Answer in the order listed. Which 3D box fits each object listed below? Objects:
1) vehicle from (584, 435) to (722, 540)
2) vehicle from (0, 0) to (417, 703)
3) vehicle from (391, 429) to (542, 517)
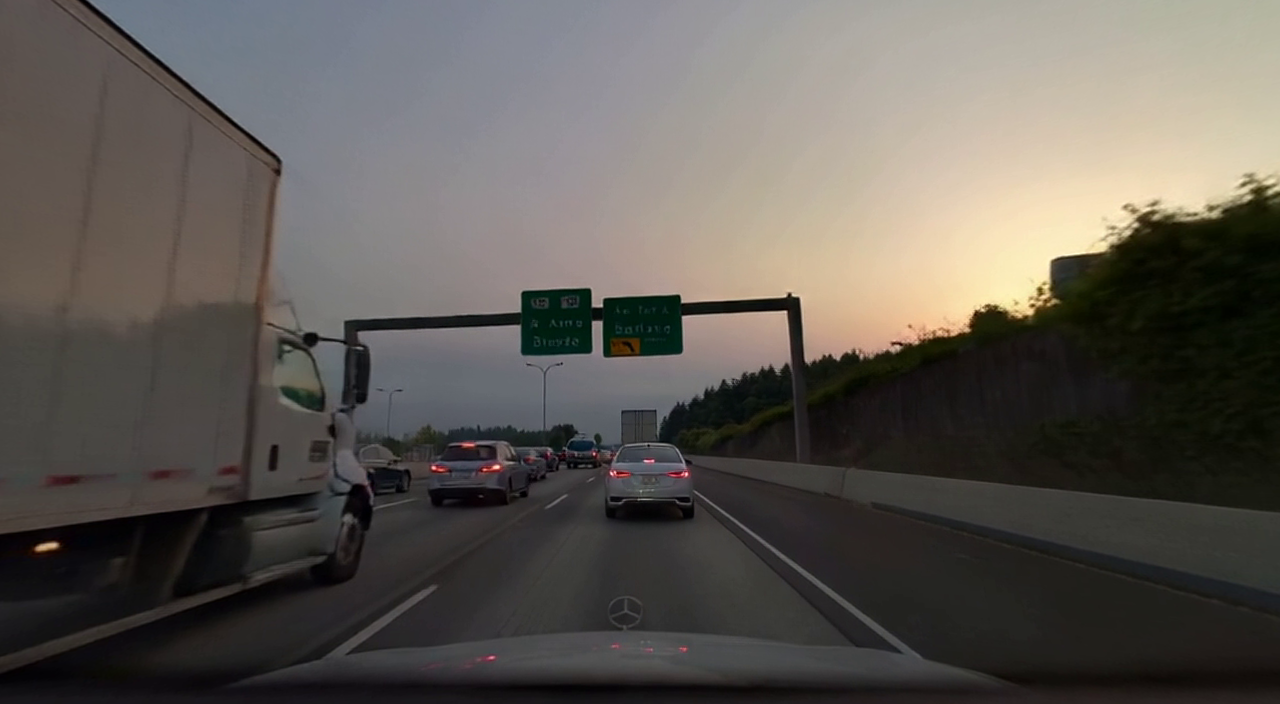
[{"bbox_3d":[0.161,2.235,10.914,1.995,1.495,3.380,0,-9,-1],"label":"vehicle"},{"bbox_3d":[-3.876,0.130,2.835,2.832,3.293,7.782,0,-9,0],"label":"vehicle"},{"bbox_3d":[-3.645,2.647,14.202,2.165,1.638,4.317,0,-9,0],"label":"vehicle"}]
